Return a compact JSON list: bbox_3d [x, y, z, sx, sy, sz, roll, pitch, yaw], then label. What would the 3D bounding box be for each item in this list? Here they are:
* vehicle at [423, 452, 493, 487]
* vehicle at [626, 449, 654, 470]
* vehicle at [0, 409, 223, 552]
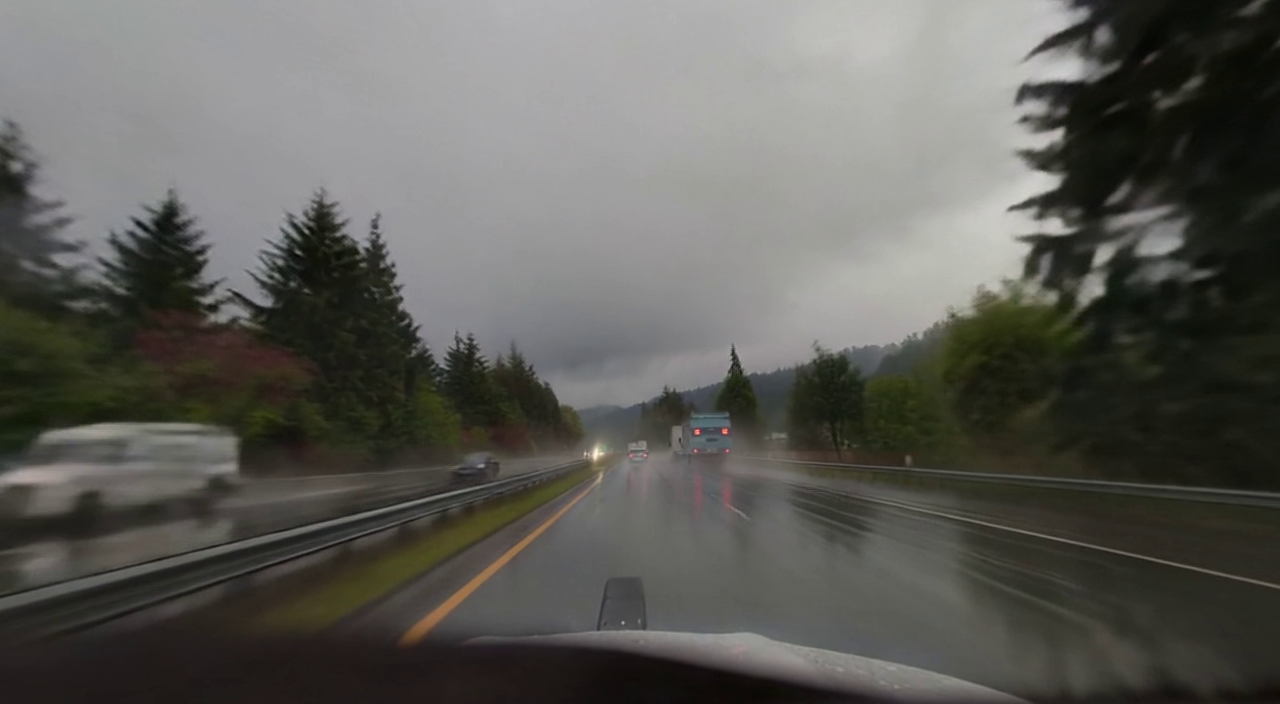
[{"bbox_3d":[-8.452,5.480,29.625,2.009,1.484,4.292,0,-9,0],"label":"vehicle"},{"bbox_3d":[-0.016,7.546,44.253,1.926,1.386,3.615,0,-9,0],"label":"vehicle"},{"bbox_3d":[-12.450,2.718,14.058,2.485,2.534,5.320,0,-9,1],"label":"vehicle"}]
